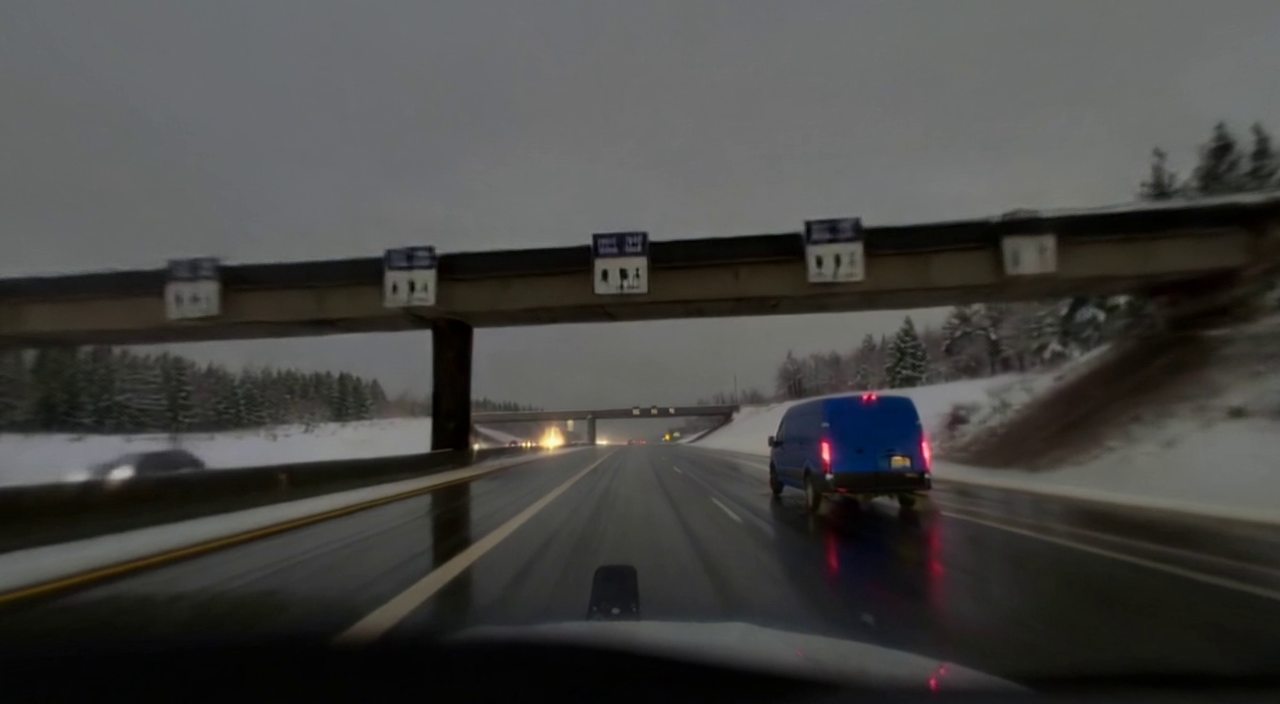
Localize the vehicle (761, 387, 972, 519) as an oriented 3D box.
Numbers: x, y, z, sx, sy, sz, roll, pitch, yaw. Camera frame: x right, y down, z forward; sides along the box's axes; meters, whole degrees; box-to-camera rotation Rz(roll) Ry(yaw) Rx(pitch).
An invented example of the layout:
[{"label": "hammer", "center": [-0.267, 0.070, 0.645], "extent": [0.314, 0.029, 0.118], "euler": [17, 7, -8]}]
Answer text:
[{"label": "vehicle", "center": [3.921, 1.864, 12.016], "extent": [2.161, 2.002, 4.631], "euler": [0, -8, -1]}]

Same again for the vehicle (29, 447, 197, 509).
[{"label": "vehicle", "center": [-15.050, 3.564, 18.276], "extent": [1.798, 1.531, 3.578], "euler": [0, -8, -1]}]
